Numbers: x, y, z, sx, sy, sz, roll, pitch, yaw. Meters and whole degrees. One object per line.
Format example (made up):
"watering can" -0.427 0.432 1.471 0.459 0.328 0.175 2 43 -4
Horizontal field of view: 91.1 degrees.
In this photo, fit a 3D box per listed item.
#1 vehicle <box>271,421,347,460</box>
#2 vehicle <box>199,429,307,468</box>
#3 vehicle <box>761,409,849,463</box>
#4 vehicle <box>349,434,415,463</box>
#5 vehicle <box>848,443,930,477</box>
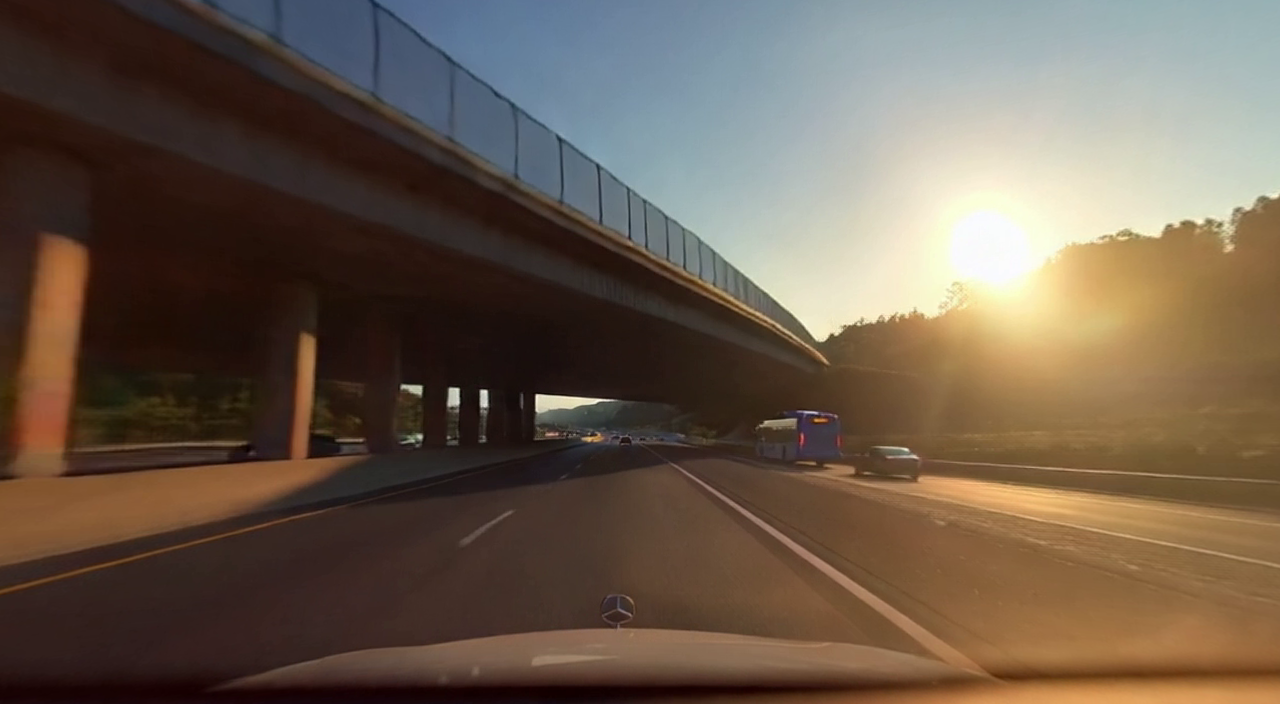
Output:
"vehicle" -17.388 4.671 33.190 1.911 1.928 3.656 0 -8 1
"vehicle" -17.291 4.312 28.394 1.987 1.600 4.539 0 -8 -1
"vehicle" 11.189 5.899 44.234 3.009 3.265 12.098 0 -8 0
"vehicle" -13.772 5.172 33.876 1.838 1.446 4.375 1 -8 -2
"vehicle" 10.964 4.768 28.033 1.866 1.359 4.218 0 -8 -1
